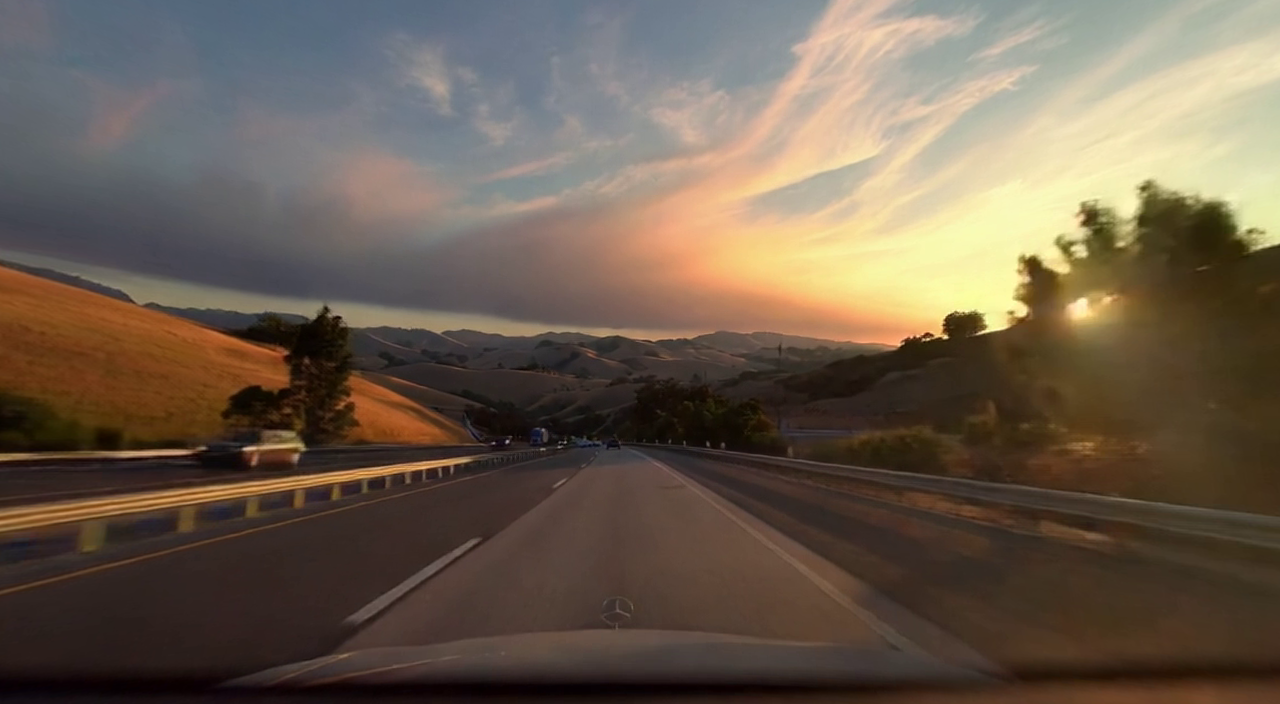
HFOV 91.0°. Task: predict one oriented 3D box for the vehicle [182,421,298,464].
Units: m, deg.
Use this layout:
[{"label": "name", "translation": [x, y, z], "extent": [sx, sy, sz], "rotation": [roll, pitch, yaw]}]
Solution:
[{"label": "vehicle", "translation": [-16.630, 3.815, 26.501], "extent": [1.912, 1.599, 4.611], "rotation": [0, -8, -1]}]
